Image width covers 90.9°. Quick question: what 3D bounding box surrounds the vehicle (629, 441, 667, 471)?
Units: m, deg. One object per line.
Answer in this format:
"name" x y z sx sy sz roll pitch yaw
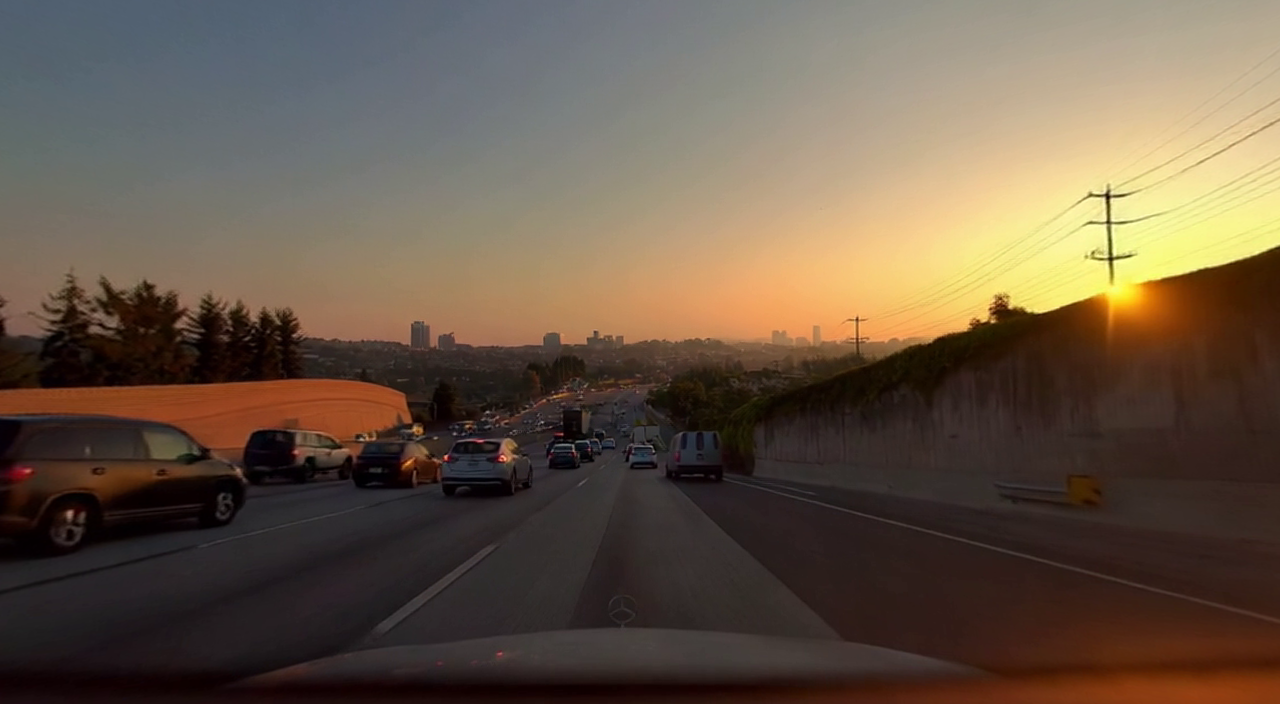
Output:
"vehicle" 0.417 5.976 36.467 2.092 1.671 3.889 0 -8 -1

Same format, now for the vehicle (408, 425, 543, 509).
"vehicle" -3.764 2.711 15.365 2.026 1.719 4.490 0 -8 0

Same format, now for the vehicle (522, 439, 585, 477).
"vehicle" -3.723 4.671 28.043 2.049 1.530 4.707 0 -8 1

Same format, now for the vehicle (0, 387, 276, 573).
"vehicle" -7.403 1.588 8.447 2.222 1.825 4.640 0 -8 0

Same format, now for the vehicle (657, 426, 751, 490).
"vehicle" 2.232 3.992 24.197 2.793 2.132 5.682 0 -8 -3

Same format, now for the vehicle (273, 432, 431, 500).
"vehicle" -7.350 2.950 16.772 1.985 1.529 4.710 0 -8 0
